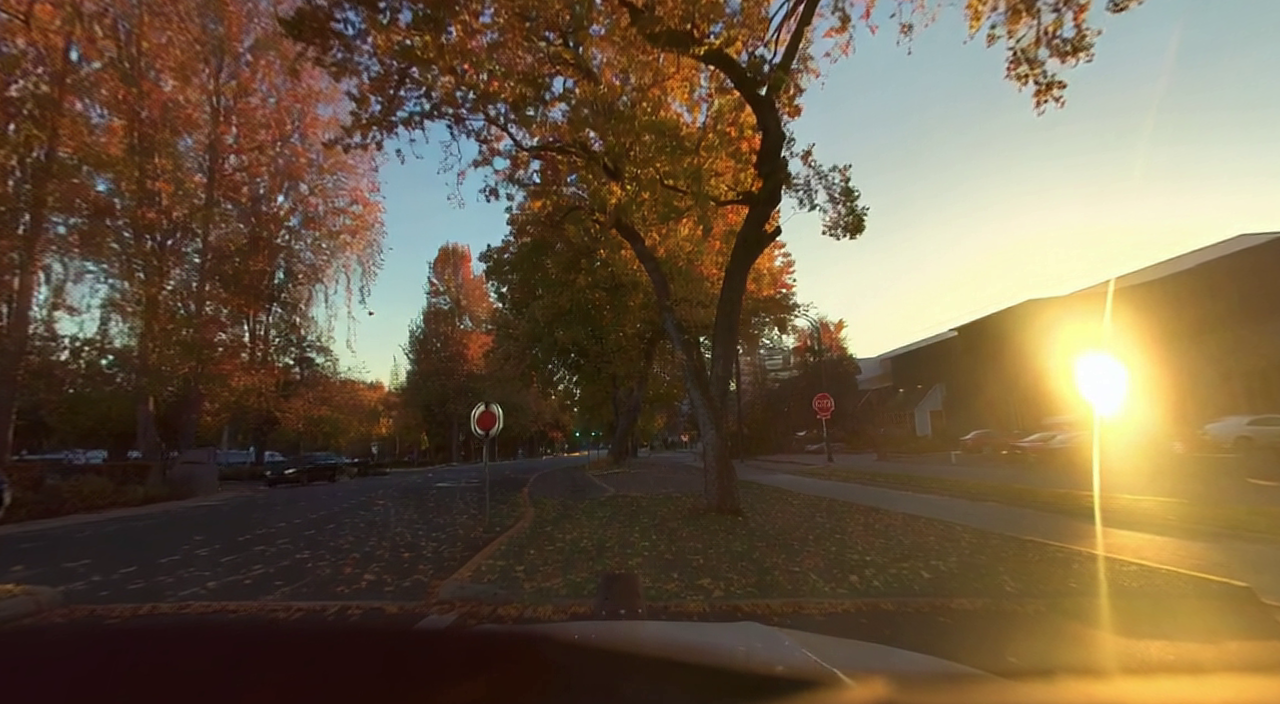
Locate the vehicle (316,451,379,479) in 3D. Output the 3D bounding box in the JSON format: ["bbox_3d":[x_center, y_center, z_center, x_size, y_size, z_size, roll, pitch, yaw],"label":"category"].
[{"bbox_3d":[-19.474,7.509,42.049,1.902,1.720,3.248,-4,-10,25],"label":"vehicle"}]

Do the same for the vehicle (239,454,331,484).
[{"bbox_3d":[-21.495,7.078,38.287,1.907,1.644,4.410,-5,-10,29],"label":"vehicle"}]
